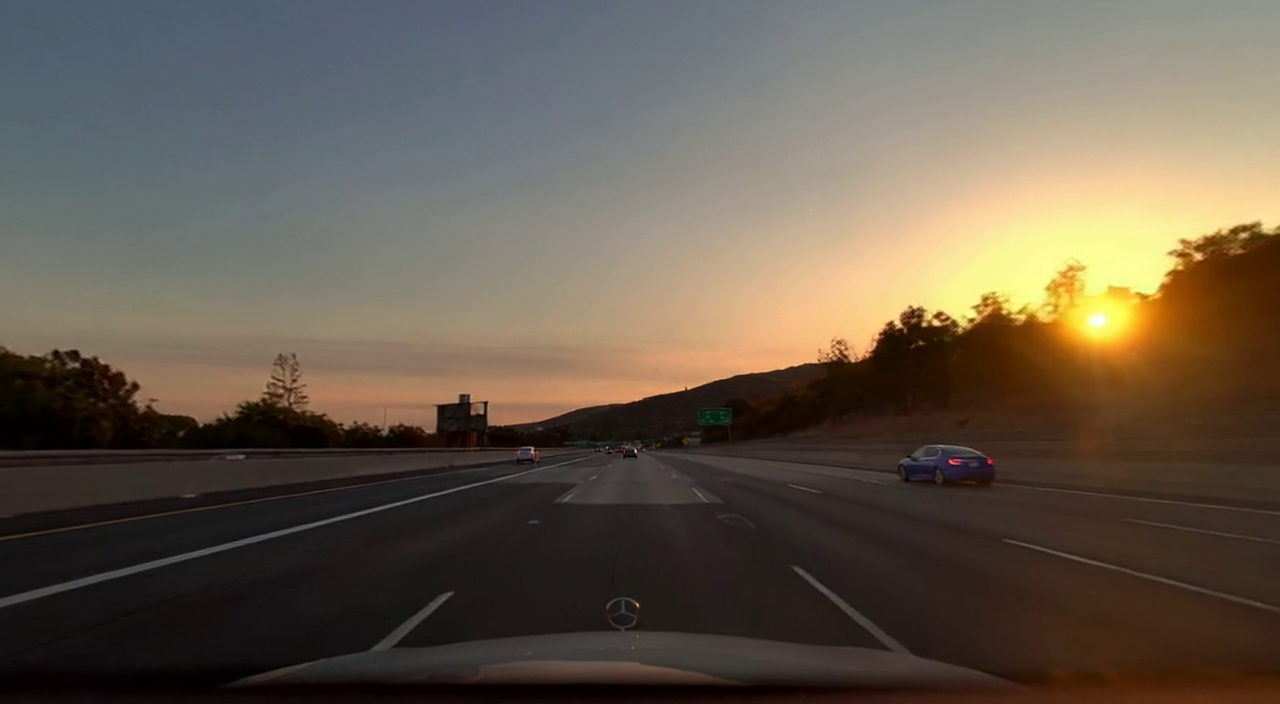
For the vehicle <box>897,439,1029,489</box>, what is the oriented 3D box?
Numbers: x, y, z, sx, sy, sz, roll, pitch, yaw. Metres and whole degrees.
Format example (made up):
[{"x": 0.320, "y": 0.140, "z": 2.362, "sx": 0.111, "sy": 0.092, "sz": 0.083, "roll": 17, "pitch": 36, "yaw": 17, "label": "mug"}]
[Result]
[{"x": 10.703, "y": 3.733, "z": 21.395, "sx": 1.985, "sy": 1.493, "sz": 4.486, "roll": 0, "pitch": -9, "yaw": -1, "label": "vehicle"}]
